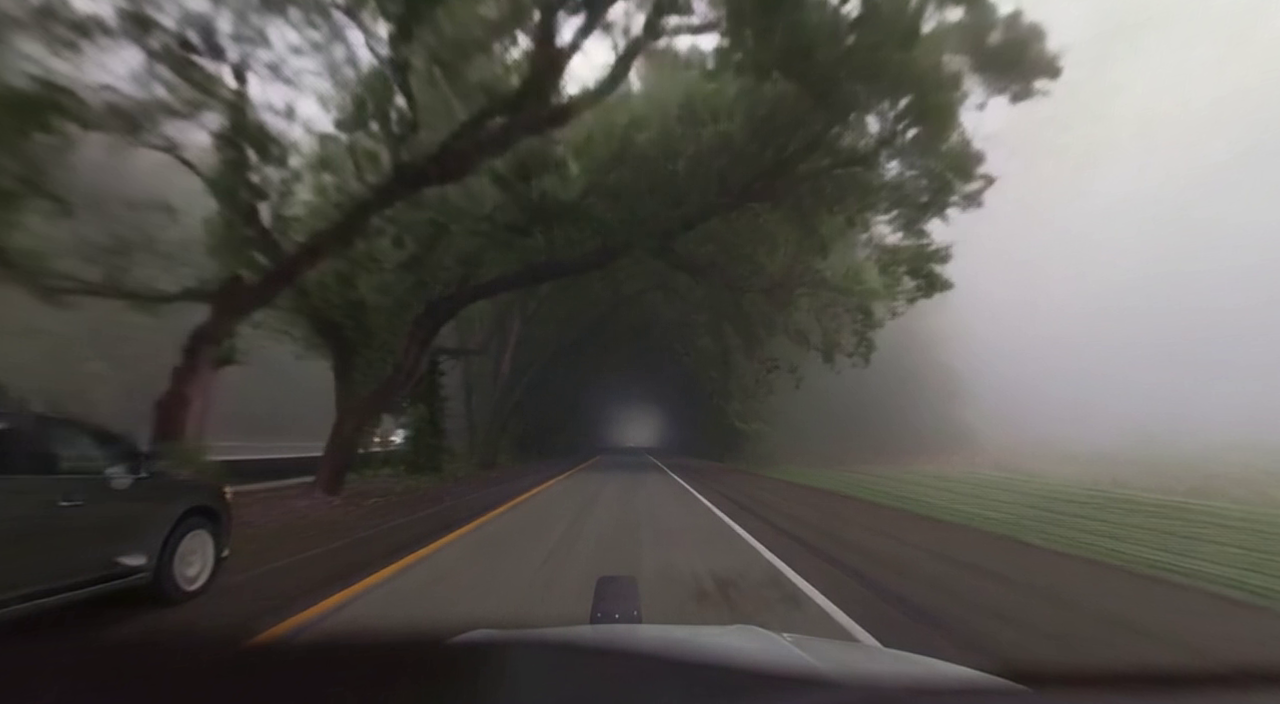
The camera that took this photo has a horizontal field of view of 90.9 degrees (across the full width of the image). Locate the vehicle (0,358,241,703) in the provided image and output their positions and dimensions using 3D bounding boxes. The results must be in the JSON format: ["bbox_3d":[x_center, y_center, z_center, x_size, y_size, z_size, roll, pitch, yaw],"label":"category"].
[{"bbox_3d":[-4.144,0.843,2.842,2.034,1.675,4.080,0,-8,-1],"label":"vehicle"}]
